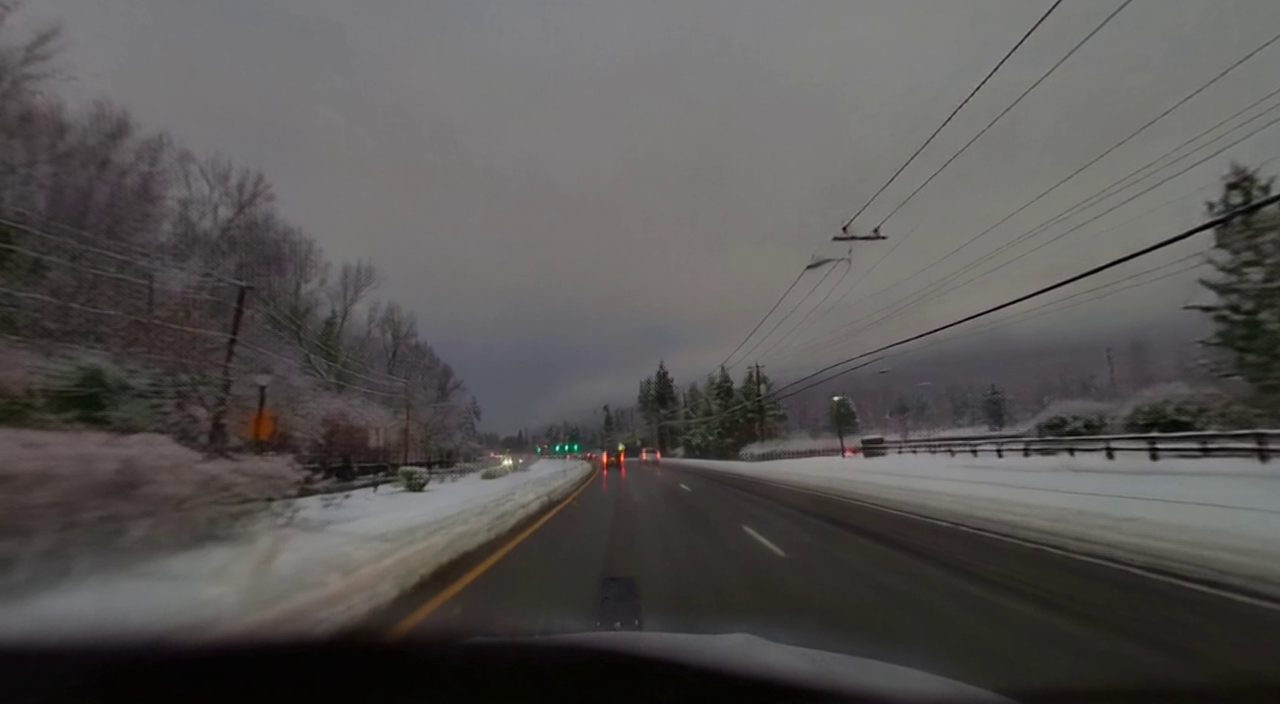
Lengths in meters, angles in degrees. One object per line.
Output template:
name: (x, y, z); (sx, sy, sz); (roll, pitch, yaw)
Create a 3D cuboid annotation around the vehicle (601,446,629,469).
vehicle: (-1.939, 8.029, 48.242); (2.005, 1.633, 4.044); (0, -8, -4)
